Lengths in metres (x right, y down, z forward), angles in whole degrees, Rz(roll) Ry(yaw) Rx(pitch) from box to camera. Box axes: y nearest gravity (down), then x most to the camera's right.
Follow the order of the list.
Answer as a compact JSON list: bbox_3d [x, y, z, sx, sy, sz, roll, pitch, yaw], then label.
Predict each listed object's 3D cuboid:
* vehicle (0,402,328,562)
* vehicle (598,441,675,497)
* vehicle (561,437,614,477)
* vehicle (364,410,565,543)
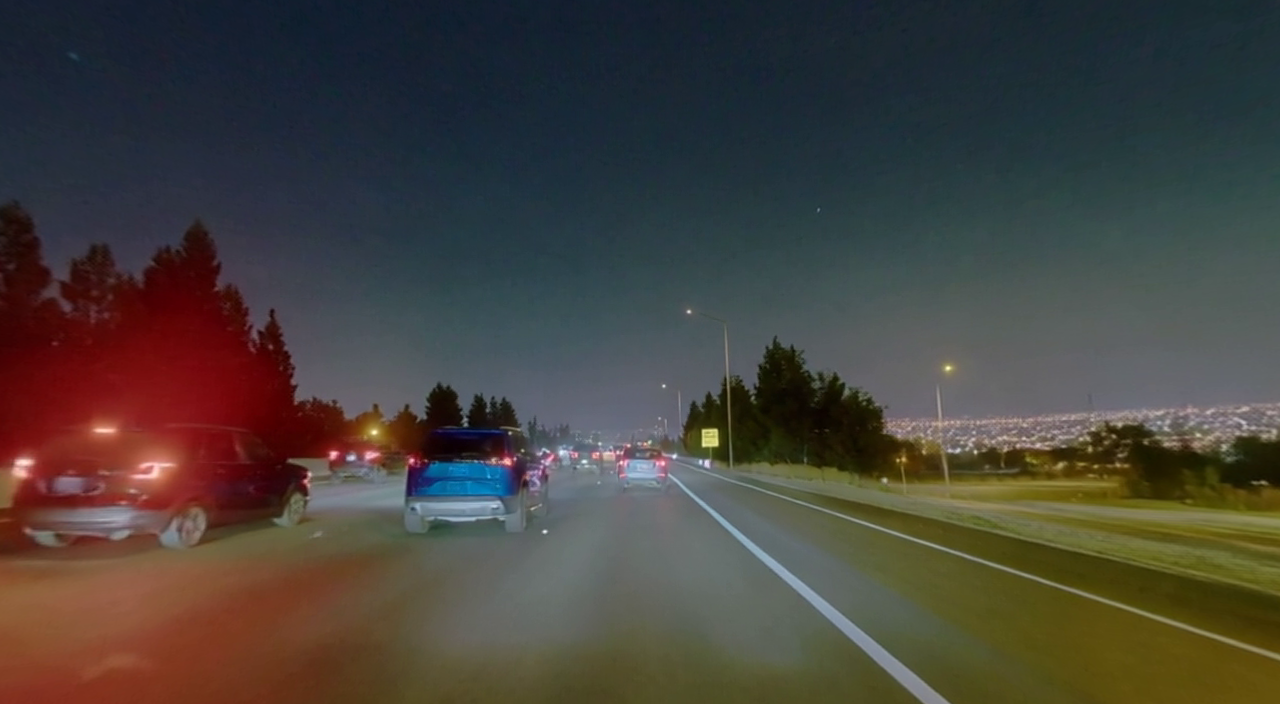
[{"bbox_3d":[-7.064,1.846,9.600,2.162,1.823,4.566,0,-9,1],"label":"vehicle"},{"bbox_3d":[-0.120,3.446,18.976,2.068,1.488,4.045,0,-9,-1],"label":"vehicle"},{"bbox_3d":[-2.464,5.104,30.745,2.125,1.771,4.721,0,-9,0],"label":"vehicle"},{"bbox_3d":[-2.641,2.009,10.692,2.123,1.798,4.108,0,-9,1],"label":"vehicle"}]
